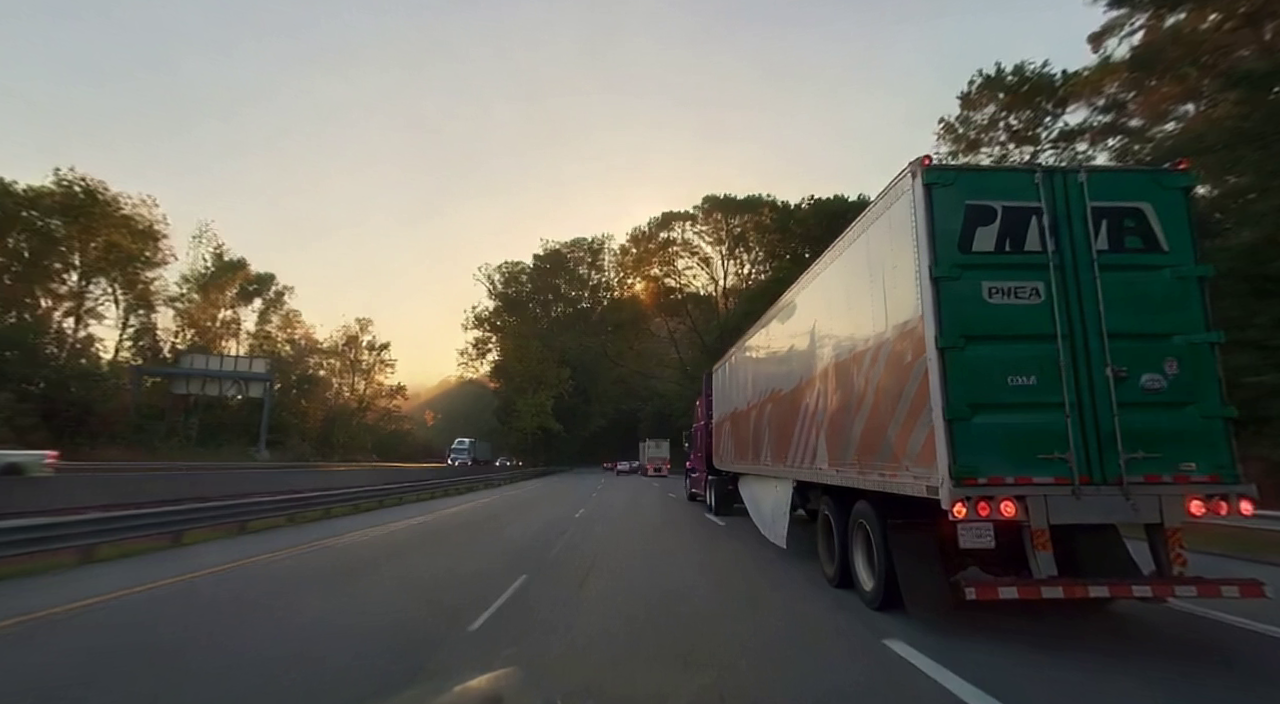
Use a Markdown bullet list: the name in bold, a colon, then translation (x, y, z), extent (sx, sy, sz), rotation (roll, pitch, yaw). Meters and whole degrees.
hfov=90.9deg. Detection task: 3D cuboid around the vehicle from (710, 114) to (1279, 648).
- **vehicle**: translation (3.558, 1.331, 11.657), extent (2.856, 4.040, 14.009), rotation (1, -10, 0)
